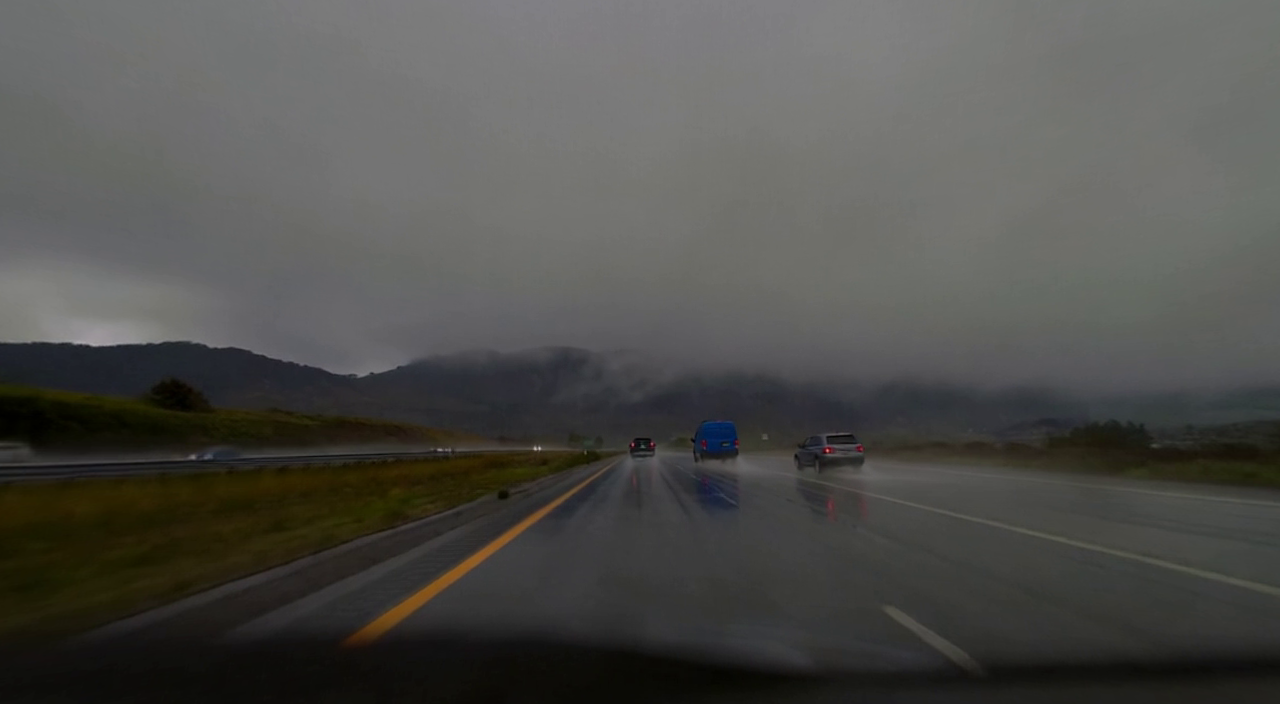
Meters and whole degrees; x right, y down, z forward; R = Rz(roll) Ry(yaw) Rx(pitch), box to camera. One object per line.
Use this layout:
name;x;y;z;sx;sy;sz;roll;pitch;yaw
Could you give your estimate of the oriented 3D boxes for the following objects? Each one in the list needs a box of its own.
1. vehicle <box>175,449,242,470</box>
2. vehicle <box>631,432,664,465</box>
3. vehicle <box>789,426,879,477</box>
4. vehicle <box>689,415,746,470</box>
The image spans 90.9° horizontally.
vehicle;-31.879;7.909;46.765;1.795;1.448;4.524;0;-8;0
vehicle;0.487;6.703;43.921;2.131;2.122;4.473;0;-8;0
vehicle;8.089;4.213;26.892;2.240;1.925;4.854;0;-8;0
vehicle;4.044;4.904;34.235;2.302;2.670;6.176;0;-8;0
